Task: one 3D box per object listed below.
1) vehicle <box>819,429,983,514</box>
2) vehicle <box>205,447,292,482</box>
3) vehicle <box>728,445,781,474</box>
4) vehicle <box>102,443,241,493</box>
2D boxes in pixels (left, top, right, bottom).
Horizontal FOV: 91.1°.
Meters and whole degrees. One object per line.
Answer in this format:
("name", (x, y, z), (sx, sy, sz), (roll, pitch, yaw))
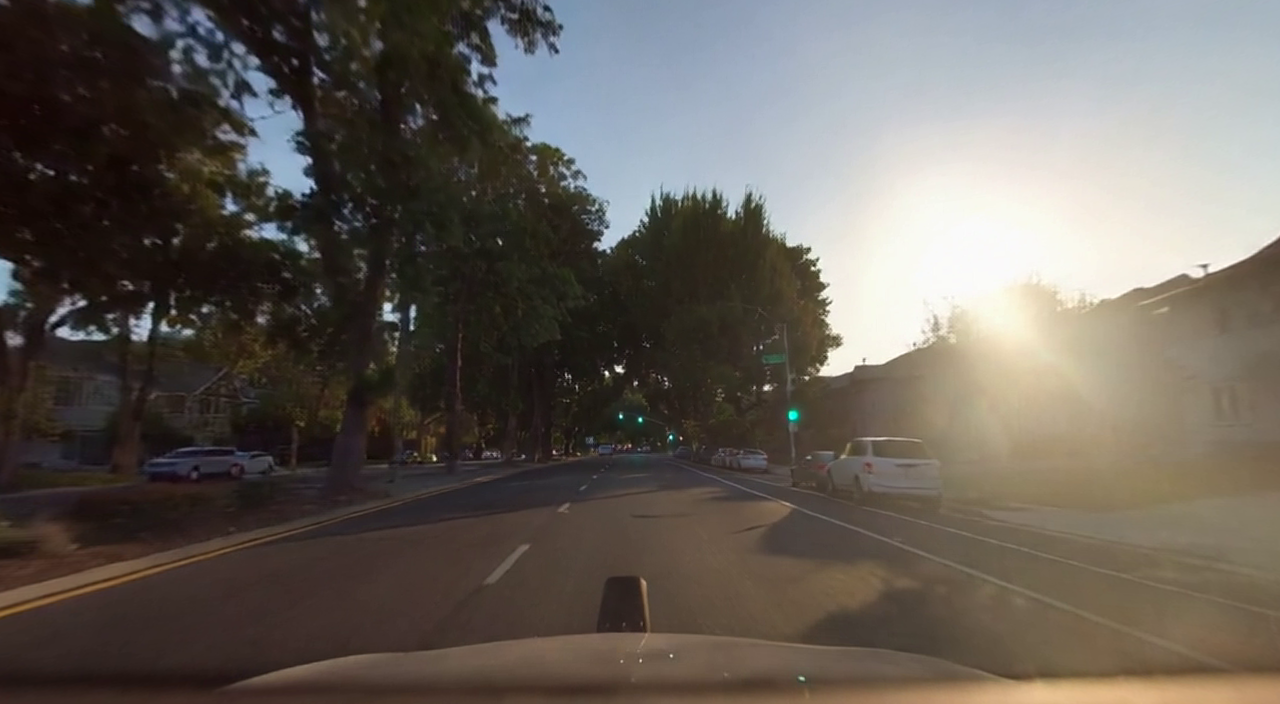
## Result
("vehicle", (6.473, 3.017, 16.387), (2.032, 1.844, 4.964), (1, -9, -2))
("vehicle", (-21.685, 6.208, 35.030), (1.965, 1.523, 4.798), (-1, -6, -2))
("vehicle", (6.374, 6.008, 35.372), (1.922, 1.494, 4.772), (1, -9, -2))
("vehicle", (-21.383, 5.260, 29.070), (2.196, 1.854, 5.677), (-1, -7, -1))
